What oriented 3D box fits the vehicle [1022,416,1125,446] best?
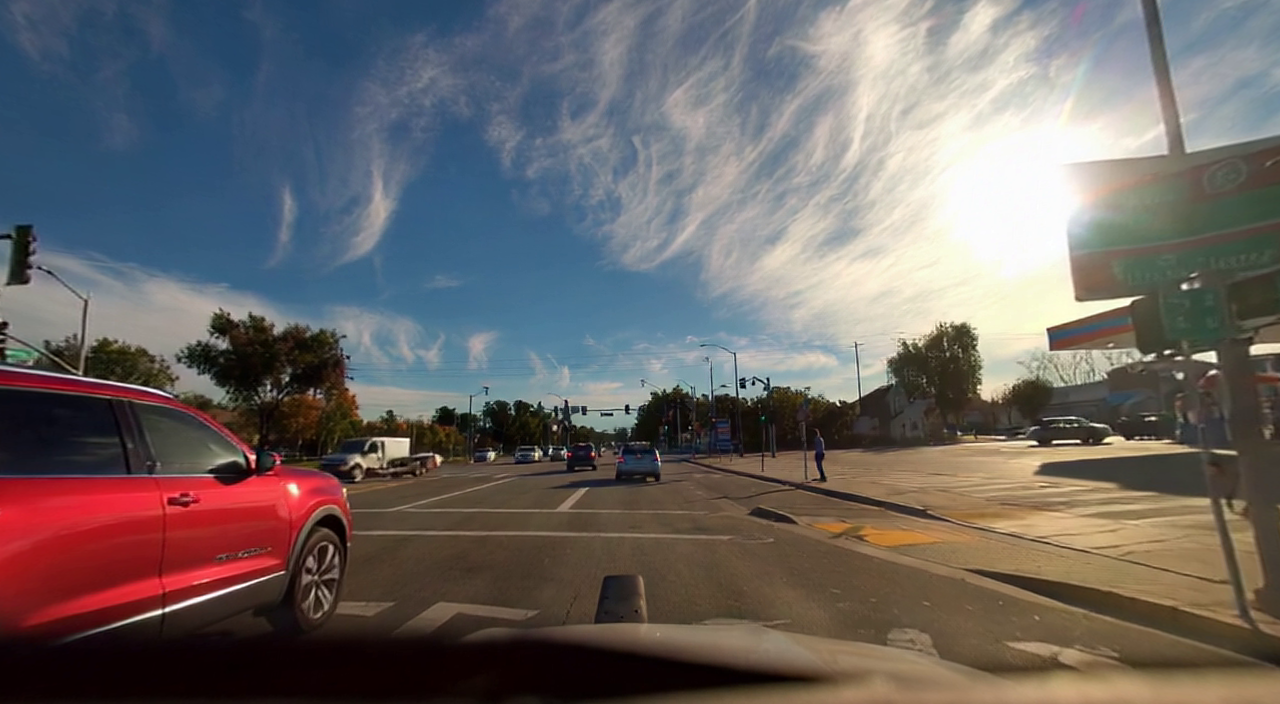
[{"bbox_3d":[28.340,5.213,41.266,5.102,1.893,2.120,0,-9,-1],"label":"vehicle"}]

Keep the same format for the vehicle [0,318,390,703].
[{"bbox_3d":[-3.132,0.863,2.571,2.247,1.734,4.919,0,-8,-1],"label":"vehicle"}]

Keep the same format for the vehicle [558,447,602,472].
[{"bbox_3d":[-3.636,6.638,39.168,2.192,1.458,4.594,0,-8,1],"label":"vehicle"}]

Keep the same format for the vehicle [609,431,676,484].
[{"bbox_3d":[0.055,4.444,26.933,2.552,1.999,5.498,0,-8,-1],"label":"vehicle"}]
